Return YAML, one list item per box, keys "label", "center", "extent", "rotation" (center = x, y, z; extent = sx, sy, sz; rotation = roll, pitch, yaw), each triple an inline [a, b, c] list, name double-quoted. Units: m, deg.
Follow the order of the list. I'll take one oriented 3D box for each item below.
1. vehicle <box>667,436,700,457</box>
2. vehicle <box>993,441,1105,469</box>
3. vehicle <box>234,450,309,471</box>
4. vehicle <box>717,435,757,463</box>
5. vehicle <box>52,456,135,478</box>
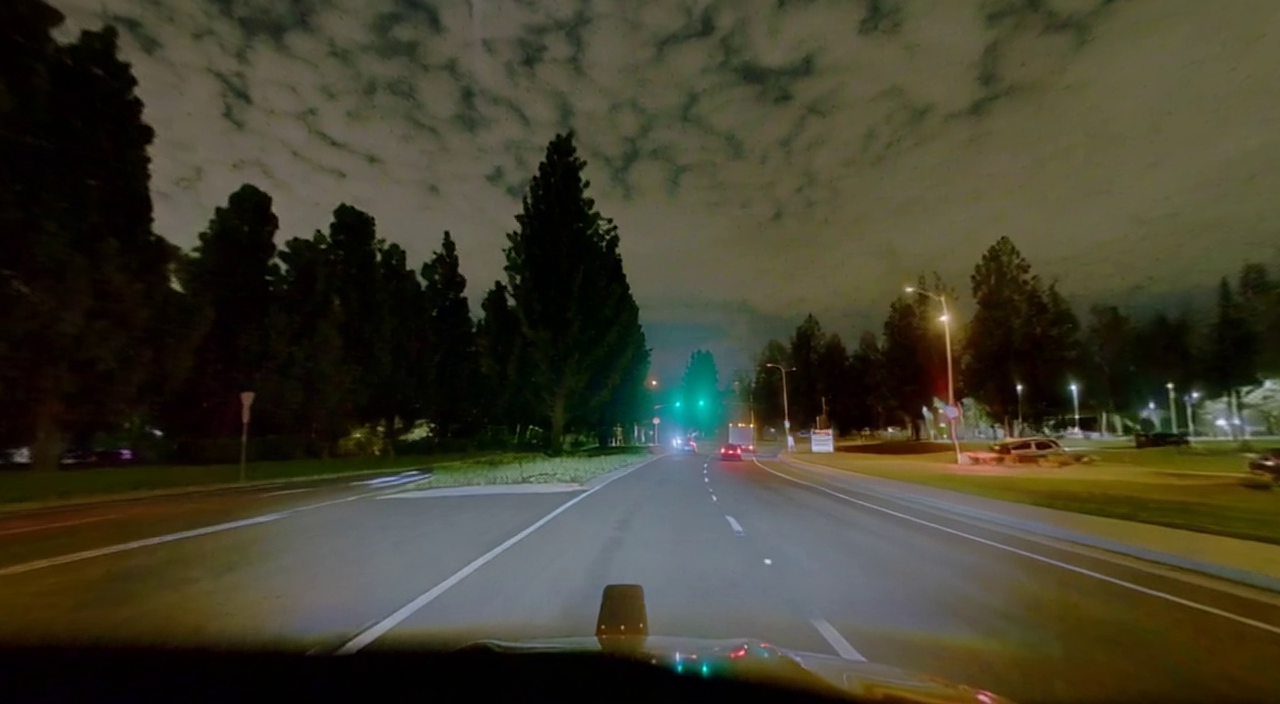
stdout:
- label: "vehicle"
  center: [3.279, 7.005, 46.910]
  extent: [2.066, 1.482, 4.273]
  rotation: [-1, -8, 8]
- label: "vehicle"
  center: [21.806, 5.484, 33.780]
  extent: [4.627, 1.418, 1.800]
  rotation: [-1, -8, 8]
- label: "vehicle"
  center: [-26.186, 7.683, 44.878]
  extent: [4.275, 1.430, 1.878]
  rotation: [-1, -8, 6]
- label: "vehicle"
  center: [5.464, 5.520, 36.075]
  extent: [1.989, 1.497, 4.436]
  rotation: [-1, -8, 5]
- label: "vehicle"
  center: [-38.971, 8.170, 44.998]
  extent: [4.442, 1.464, 1.839]
  rotation: [-1, -8, 7]
